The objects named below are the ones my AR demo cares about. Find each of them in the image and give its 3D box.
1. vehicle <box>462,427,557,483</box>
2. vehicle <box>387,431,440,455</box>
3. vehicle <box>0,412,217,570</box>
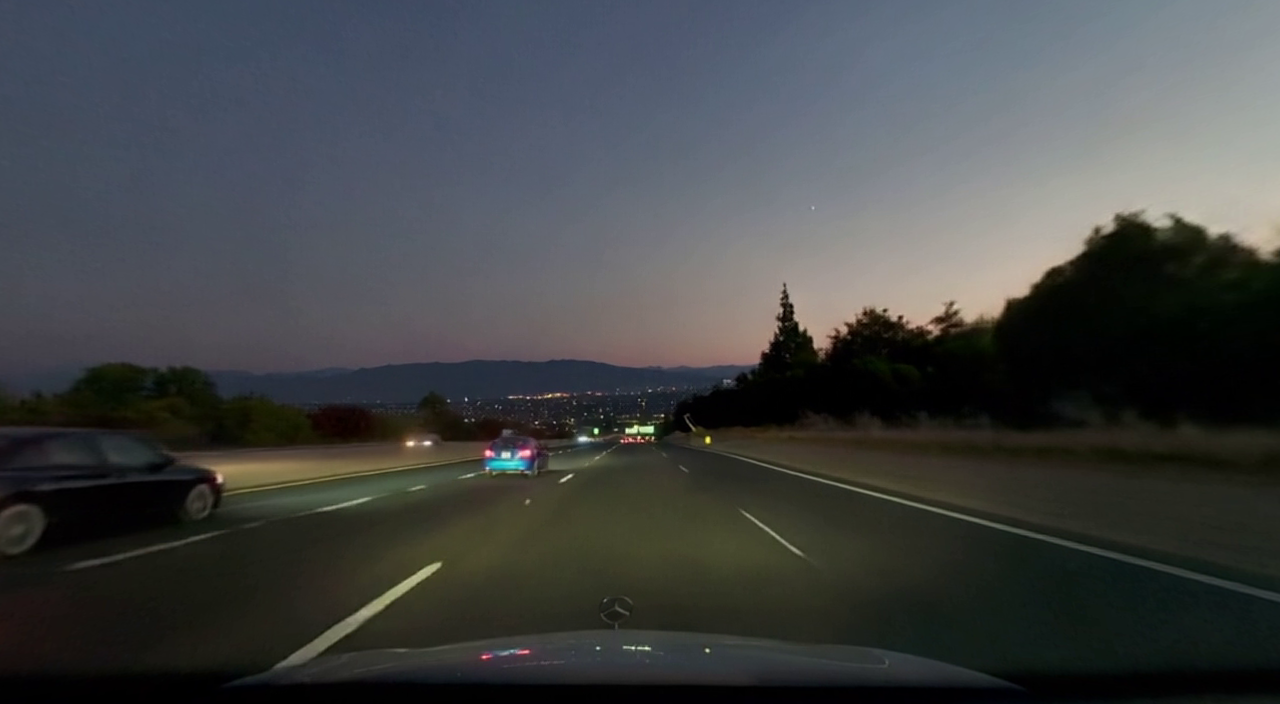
[{"bbox_3d":[-3.853,3.109,19.448,2.026,1.517,4.325,0,-8,0],"label":"vehicle"},{"bbox_3d":[-16.181,6.504,45.249,2.128,1.585,4.592,0,-8,-1],"label":"vehicle"},{"bbox_3d":[-7.264,1.462,6.954,1.983,1.535,4.652,0,-8,-1],"label":"vehicle"}]
